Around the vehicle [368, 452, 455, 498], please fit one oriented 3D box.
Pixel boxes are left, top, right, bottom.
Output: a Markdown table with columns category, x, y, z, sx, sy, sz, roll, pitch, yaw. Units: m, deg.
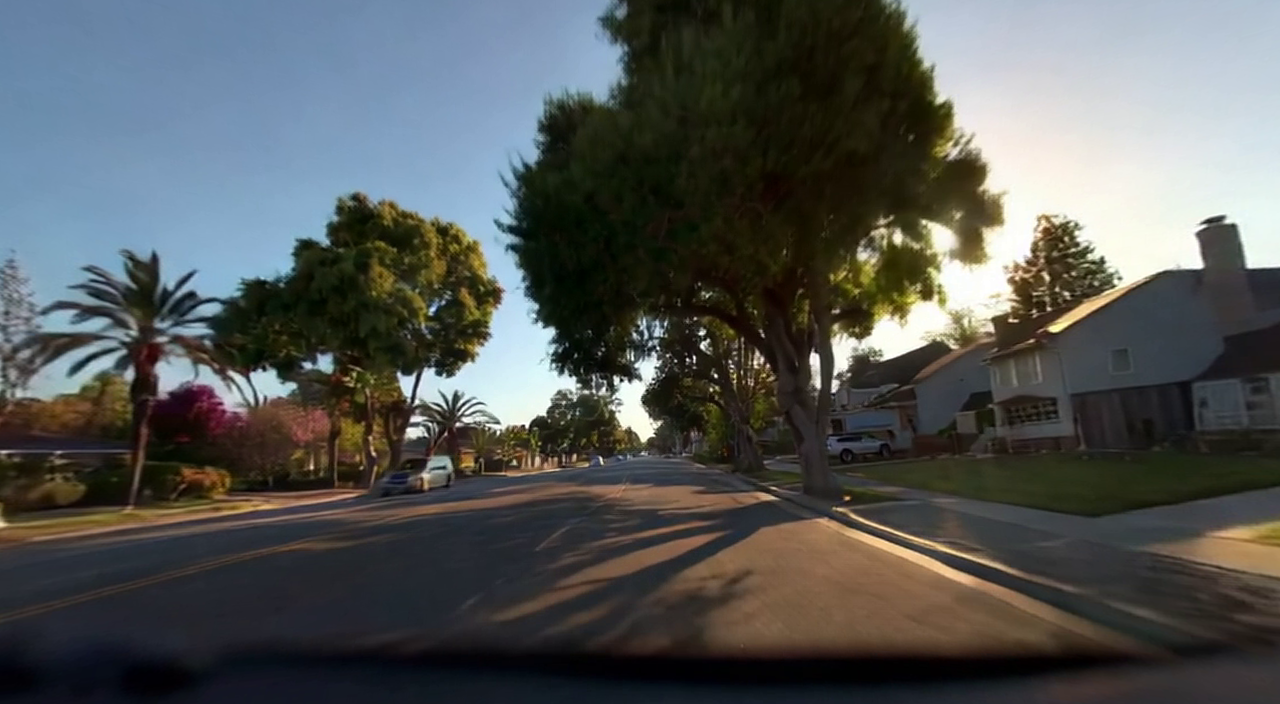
| category | x | y | z | sx | sy | sz | roll | pitch | yaw |
| --- | --- | --- | --- | --- | --- | --- | --- | --- | --- |
| vehicle | -10.053 | 5.397 | 28.178 | 2.001 | 1.725 | 4.504 | -4 | -9 | 4 |
